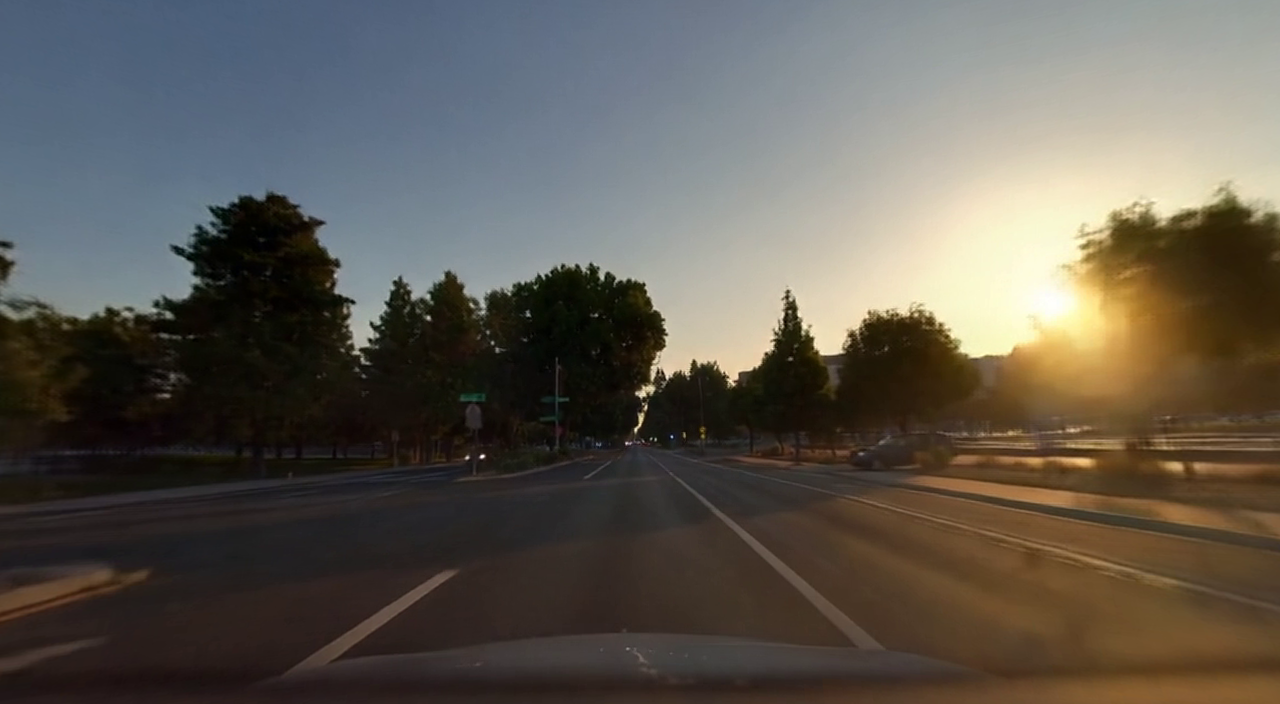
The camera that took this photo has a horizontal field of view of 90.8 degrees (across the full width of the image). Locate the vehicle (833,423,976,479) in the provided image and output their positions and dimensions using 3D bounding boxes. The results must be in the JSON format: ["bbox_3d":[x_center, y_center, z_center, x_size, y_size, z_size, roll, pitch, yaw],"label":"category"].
[{"bbox_3d":[12.380,4.631,29.889,5.581,1.926,2.324,-6,-7,0],"label":"vehicle"}]
